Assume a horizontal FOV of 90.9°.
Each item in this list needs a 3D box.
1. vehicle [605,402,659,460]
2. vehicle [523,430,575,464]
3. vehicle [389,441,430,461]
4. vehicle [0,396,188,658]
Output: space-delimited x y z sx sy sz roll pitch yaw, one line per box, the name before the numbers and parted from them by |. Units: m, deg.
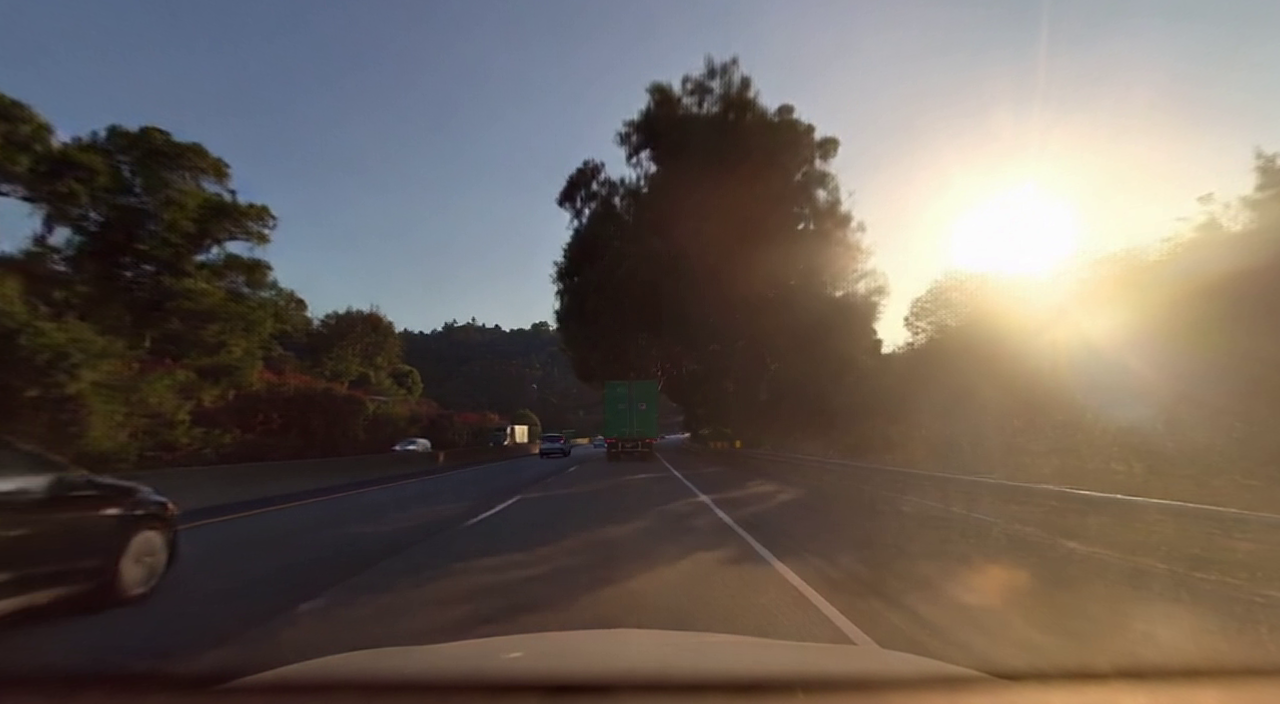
vehicle | -0.360 3.469 27.550 2.319 2.461 1.270 0 -8 -1
vehicle | -4.915 5.194 34.690 2.138 1.697 4.587 0 -8 1
vehicle | -17.154 7.370 47.045 1.685 1.396 3.565 0 -8 0
vehicle | -4.688 0.958 3.190 1.909 1.520 3.897 0 -8 -1
